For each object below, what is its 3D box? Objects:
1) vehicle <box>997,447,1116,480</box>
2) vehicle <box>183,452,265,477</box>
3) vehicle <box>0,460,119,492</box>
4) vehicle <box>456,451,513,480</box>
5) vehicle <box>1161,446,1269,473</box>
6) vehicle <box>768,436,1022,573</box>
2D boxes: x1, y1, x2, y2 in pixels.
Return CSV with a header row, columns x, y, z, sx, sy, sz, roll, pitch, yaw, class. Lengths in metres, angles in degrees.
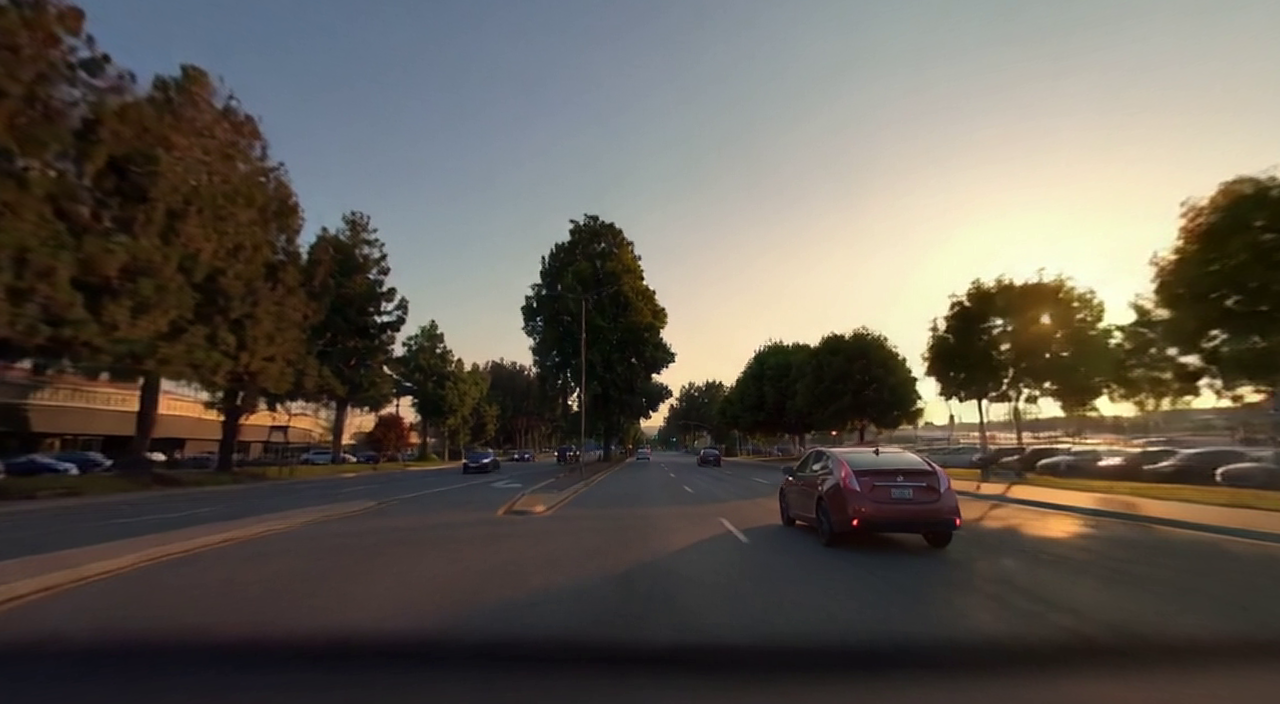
x,y,z,sx,sy,sz,roll,pitch,yaw,class
19.309,5.168,29.268,4.127,1.462,1.861,-1,-9,4,vehicle
-29.475,7.982,44.560,4.409,1.676,1.917,0,-9,-3,vehicle
-29.263,6.164,31.357,4.707,1.474,1.964,0,-9,1,vehicle
-8.484,6.219,34.598,1.946,1.464,4.376,0,-9,1,vehicle
38.264,7.139,41.889,1.972,1.705,5.035,8,-12,-43,vehicle
3.303,2.048,9.261,1.935,1.501,4.384,0,-9,1,vehicle
